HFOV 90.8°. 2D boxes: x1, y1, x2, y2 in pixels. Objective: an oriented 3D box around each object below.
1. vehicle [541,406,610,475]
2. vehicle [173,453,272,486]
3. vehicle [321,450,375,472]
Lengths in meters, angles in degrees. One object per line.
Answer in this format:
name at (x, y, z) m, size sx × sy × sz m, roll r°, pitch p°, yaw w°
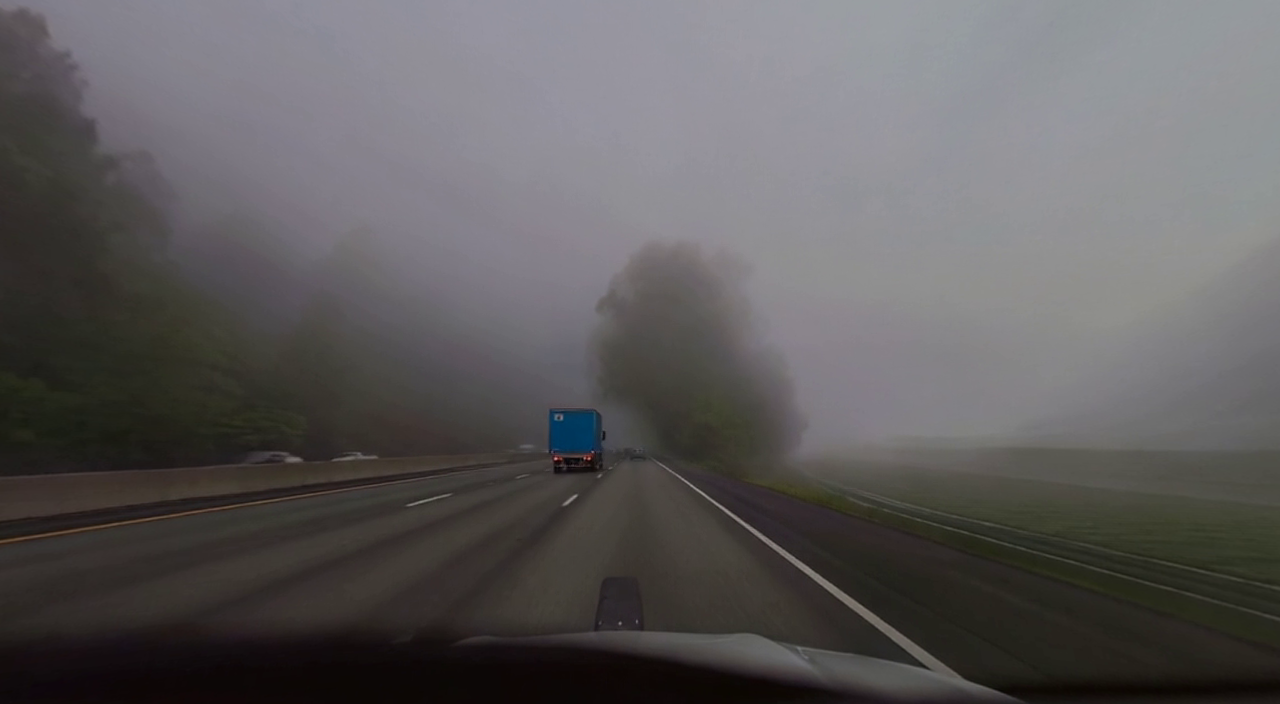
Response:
vehicle at (-3.321, 4.890, 34.679) m, size 2.874 × 3.309 × 8.208 m, roll 0°, pitch -9°, yaw 0°
vehicle at (-21.297, 5.983, 32.463) m, size 1.930 × 1.474 × 4.576 m, roll -1°, pitch -9°, yaw 0°
vehicle at (-21.333, 7.974, 46.349) m, size 1.915 × 1.525 × 4.408 m, roll 0°, pitch -9°, yaw 0°
